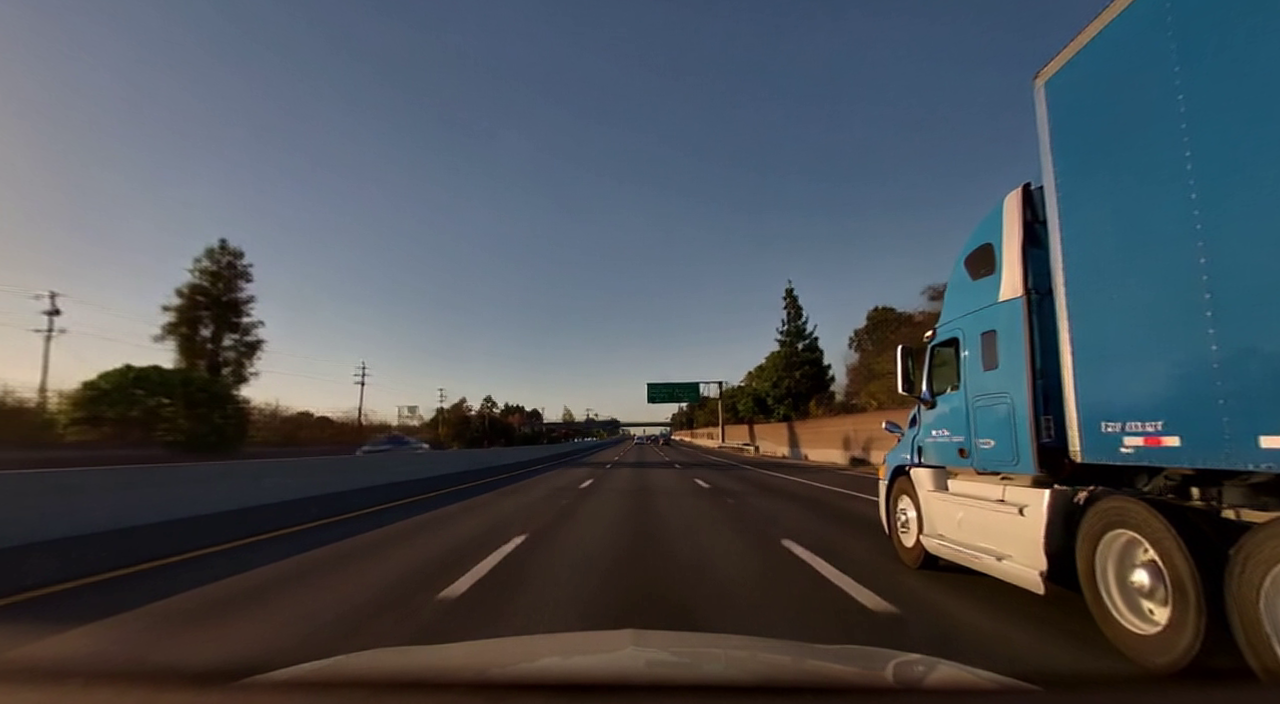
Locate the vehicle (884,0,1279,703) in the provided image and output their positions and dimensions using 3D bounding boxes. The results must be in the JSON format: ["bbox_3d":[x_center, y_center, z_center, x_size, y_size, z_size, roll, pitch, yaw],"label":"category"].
[{"bbox_3d":[4.031,-0.440,1.692,3.012,3.768,8.945,0,-8,-1],"label":"vehicle"}]

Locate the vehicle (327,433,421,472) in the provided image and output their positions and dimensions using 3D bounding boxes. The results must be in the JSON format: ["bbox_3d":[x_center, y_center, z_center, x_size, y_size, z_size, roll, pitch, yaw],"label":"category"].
[{"bbox_3d":[-14.113,5.390,34.030,2.495,1.889,5.742,0,-8,1],"label":"vehicle"}]
